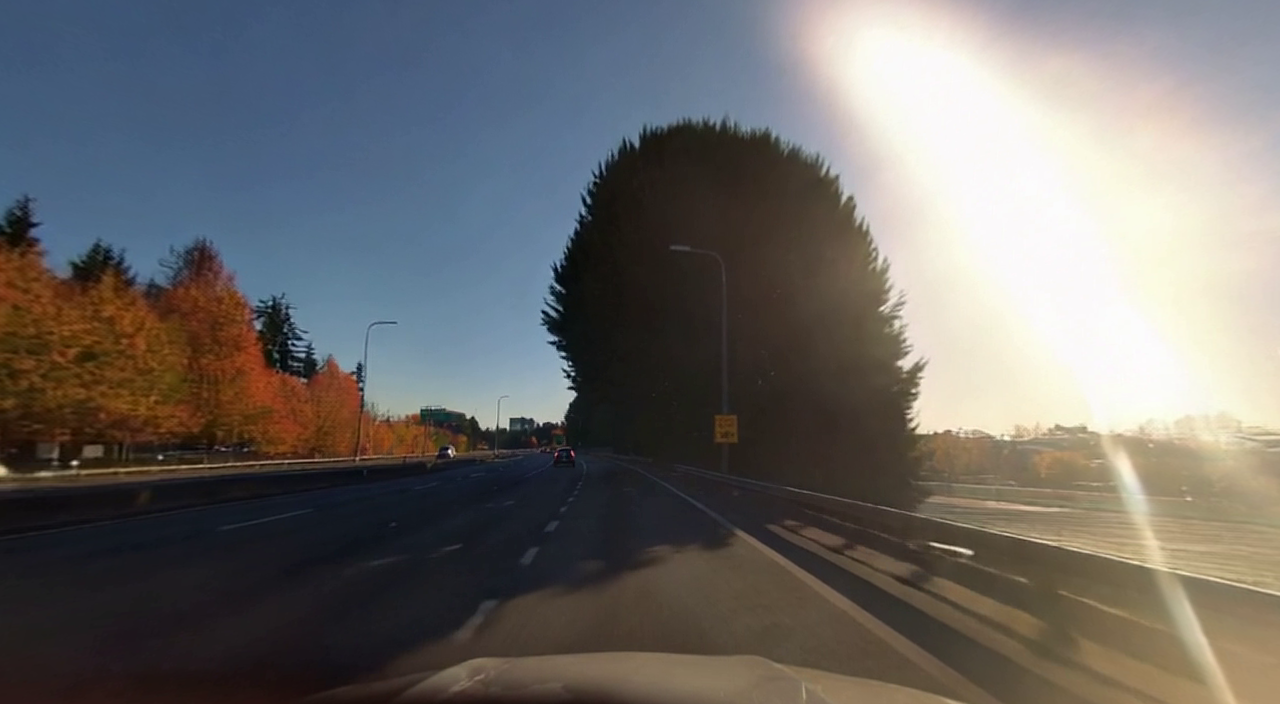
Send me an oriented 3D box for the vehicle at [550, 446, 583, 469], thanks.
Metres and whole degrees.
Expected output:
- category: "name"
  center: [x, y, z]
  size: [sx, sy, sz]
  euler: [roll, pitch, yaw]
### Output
- category: "vehicle"
  center: [-5.349, 7.746, 46.114]
  size: [2.248, 1.619, 3.848]
  euler: [0, -9, -4]
